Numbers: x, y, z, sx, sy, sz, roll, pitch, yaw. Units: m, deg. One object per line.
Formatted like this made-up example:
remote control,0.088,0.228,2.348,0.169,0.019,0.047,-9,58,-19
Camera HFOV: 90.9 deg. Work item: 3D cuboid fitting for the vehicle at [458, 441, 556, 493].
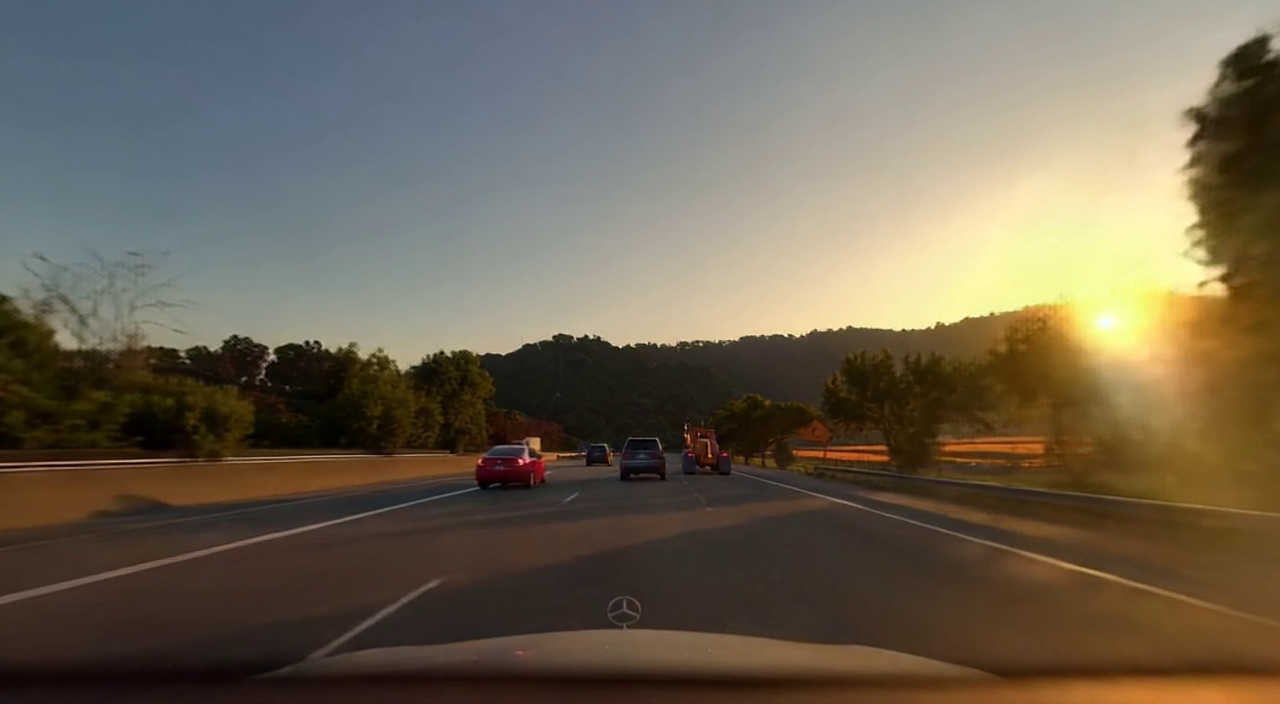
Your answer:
vehicle,-4.132,3.645,20.409,2.096,1.469,4.319,0,-8,2

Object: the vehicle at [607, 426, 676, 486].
vehicle,0.085,3.848,23.596,2.308,1.993,4.631,0,-8,1

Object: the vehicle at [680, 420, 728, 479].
vehicle,4.524,7.161,46.646,2.793,3.828,9.580,0,-8,1
